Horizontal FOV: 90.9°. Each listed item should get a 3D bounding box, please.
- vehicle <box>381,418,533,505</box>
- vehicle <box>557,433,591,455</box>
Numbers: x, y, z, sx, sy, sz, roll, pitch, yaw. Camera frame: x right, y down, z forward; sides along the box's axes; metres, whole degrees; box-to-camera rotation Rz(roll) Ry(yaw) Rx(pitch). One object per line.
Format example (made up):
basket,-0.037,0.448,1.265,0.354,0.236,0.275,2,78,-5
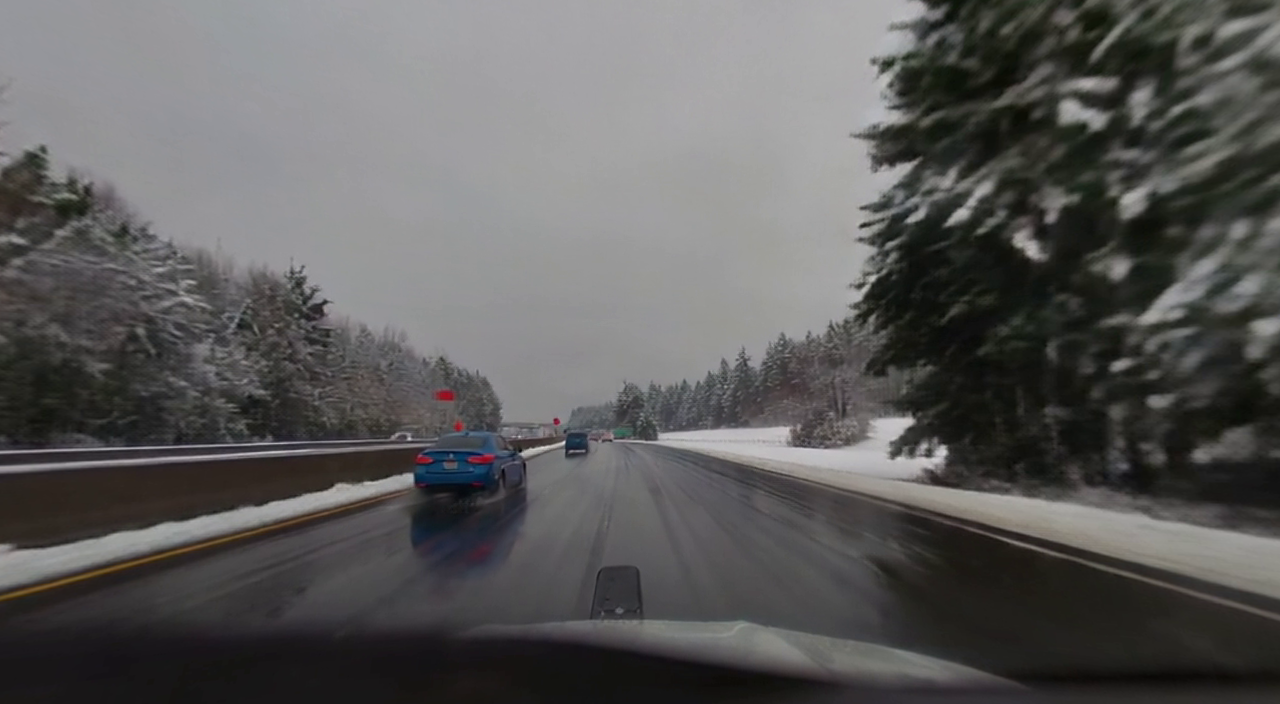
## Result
vehicle,-3.823,2.372,14.161,2.047,1.612,4.631,0,-8,0
vehicle,-4.289,6.011,41.338,1.874,1.369,3.875,0,-8,-1
